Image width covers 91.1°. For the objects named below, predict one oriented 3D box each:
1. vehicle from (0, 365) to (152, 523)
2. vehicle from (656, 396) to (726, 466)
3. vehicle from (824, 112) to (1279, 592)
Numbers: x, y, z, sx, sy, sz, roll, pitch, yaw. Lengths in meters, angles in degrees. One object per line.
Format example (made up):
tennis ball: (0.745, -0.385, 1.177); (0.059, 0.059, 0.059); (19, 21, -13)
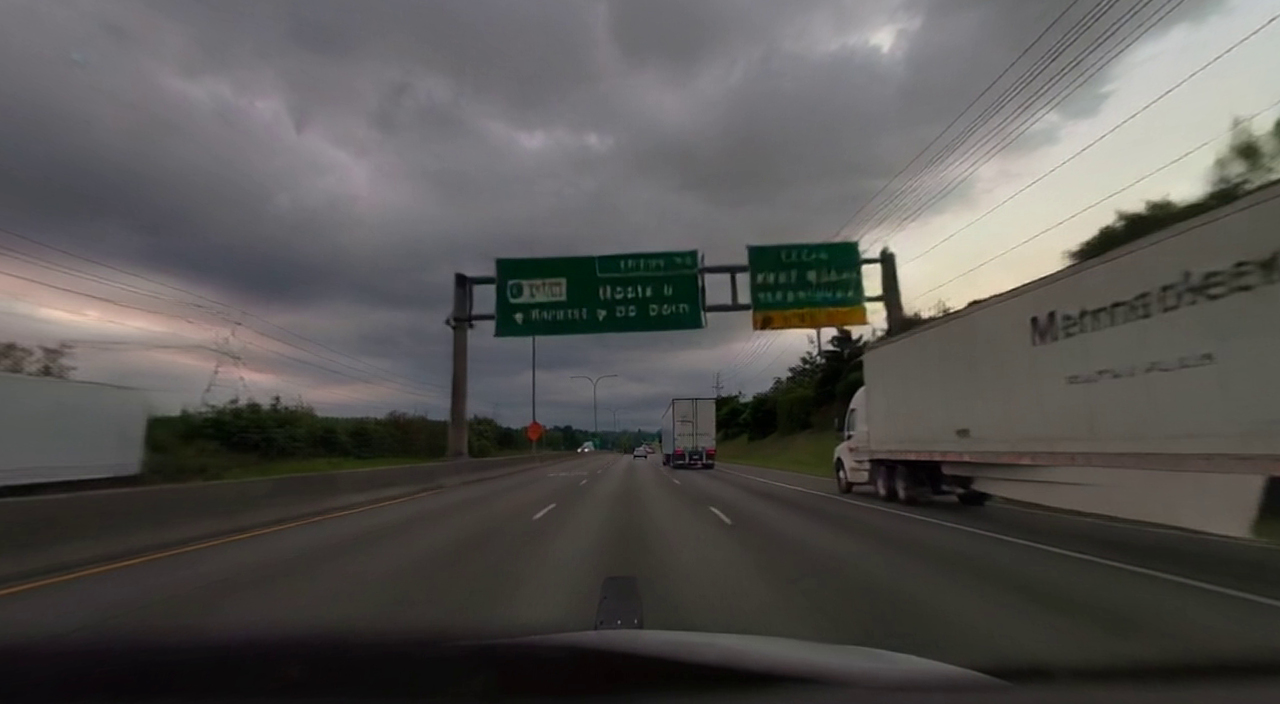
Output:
vehicle: (-19.303, 2.150, 14.714); (2.863, 4.358, 16.366); (0, -9, -1)
vehicle: (3.180, 5.861, 45.203); (3.202, 4.046, 17.146); (0, -9, -1)
vehicle: (7.246, 0.638, 9.744); (3.400, 4.134, 17.388); (0, -9, -1)
